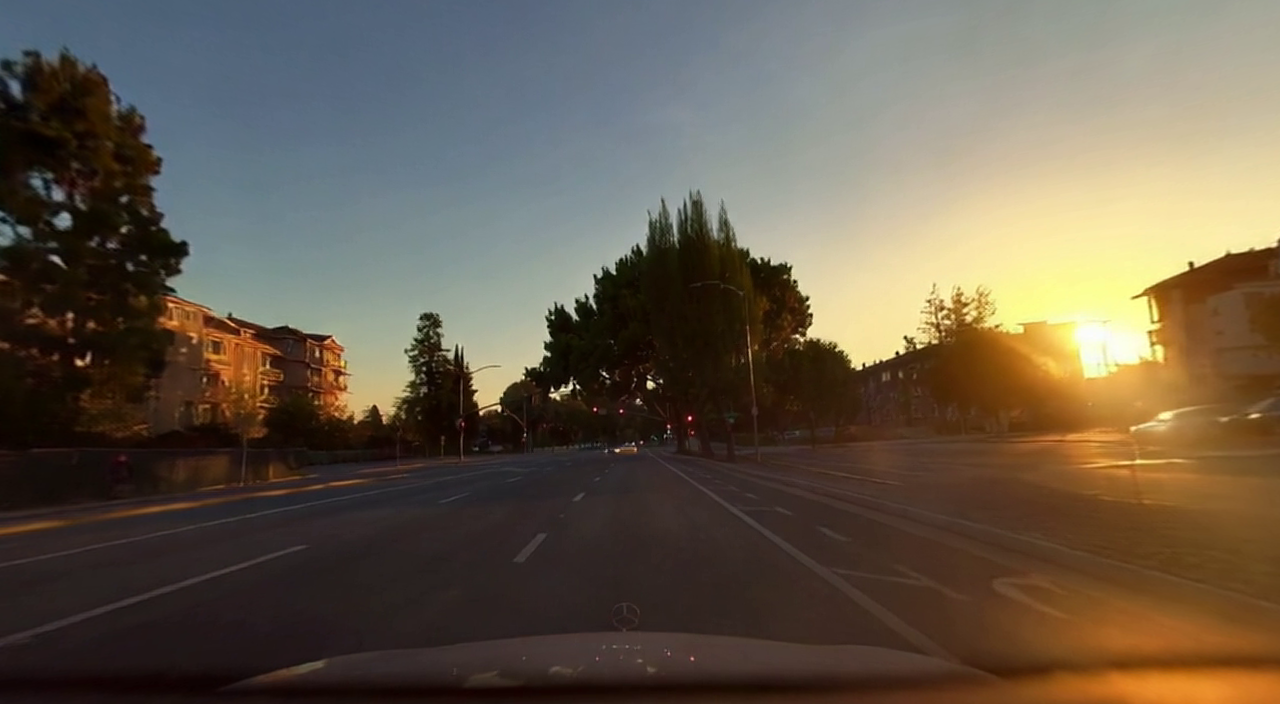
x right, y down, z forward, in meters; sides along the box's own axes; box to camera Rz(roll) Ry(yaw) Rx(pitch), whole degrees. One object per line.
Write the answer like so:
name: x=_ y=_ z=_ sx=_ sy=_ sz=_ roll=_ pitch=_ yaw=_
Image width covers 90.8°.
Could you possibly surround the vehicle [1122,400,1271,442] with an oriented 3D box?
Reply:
vehicle: x=22.777 y=2.920 z=26.136 sx=1.911 sy=1.598 sz=4.322 roll=1 pitch=-8 yaw=-6
